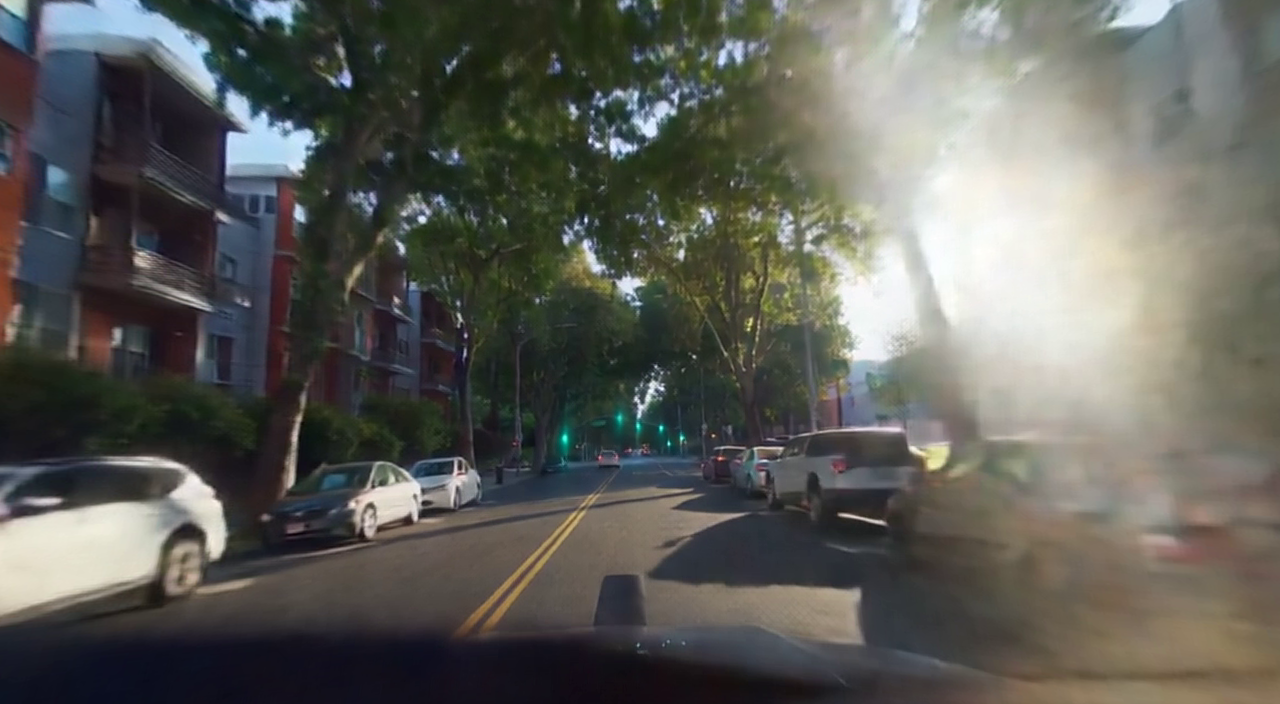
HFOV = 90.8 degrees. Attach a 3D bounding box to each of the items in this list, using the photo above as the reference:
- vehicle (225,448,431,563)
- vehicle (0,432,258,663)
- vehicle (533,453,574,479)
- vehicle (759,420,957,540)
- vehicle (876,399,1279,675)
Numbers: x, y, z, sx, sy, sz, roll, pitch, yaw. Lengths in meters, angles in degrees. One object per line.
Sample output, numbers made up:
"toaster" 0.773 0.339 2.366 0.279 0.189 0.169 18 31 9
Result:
"vehicle" -5.871 2.848 12.542 1.929 1.681 4.216 -5 -9 0
"vehicle" -5.964 1.744 5.699 2.077 1.756 4.665 -7 -9 1
"vehicle" -5.793 7.651 42.676 1.947 1.473 4.397 -5 -9 1
"vehicle" 3.925 2.405 12.635 2.093 1.857 5.414 0 -9 1
"vehicle" 4.009 1.447 6.060 1.782 1.669 4.226 0 -9 -1
